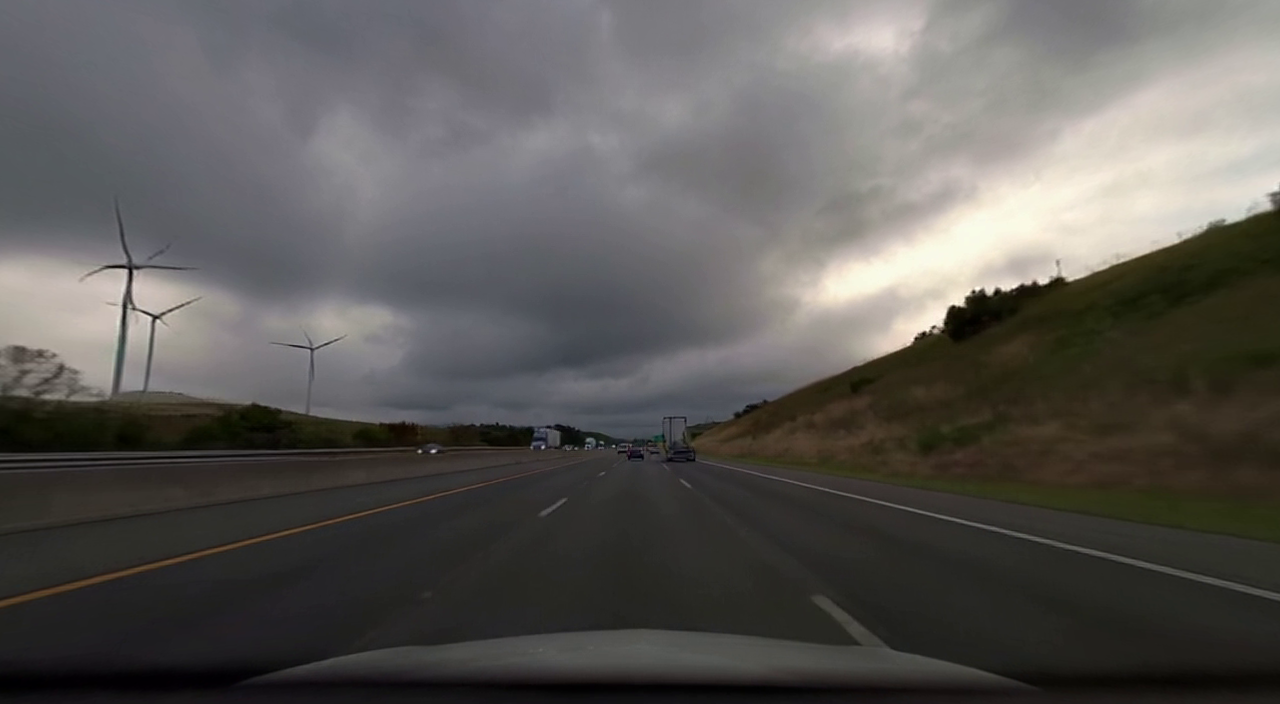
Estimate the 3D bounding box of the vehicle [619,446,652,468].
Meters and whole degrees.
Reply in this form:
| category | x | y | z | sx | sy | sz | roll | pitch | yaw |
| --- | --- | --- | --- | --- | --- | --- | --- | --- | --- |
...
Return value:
| category | x | y | z | sx | sy | sz | roll | pitch | yaw |
| --- | --- | --- | --- | --- | --- | --- | --- | --- | --- |
| vehicle | -0.336 | 7.305 | 43.859 | 2.209 | 1.453 | 3.695 | 0 | -9 | 0 |
